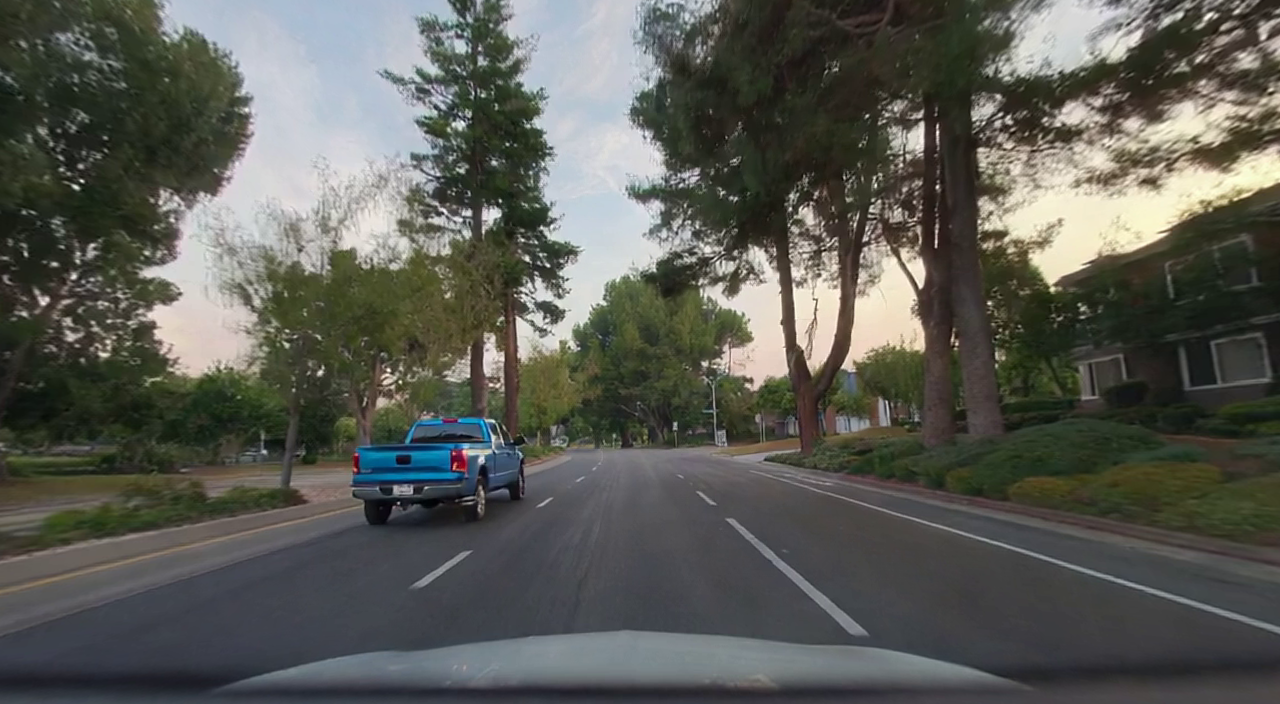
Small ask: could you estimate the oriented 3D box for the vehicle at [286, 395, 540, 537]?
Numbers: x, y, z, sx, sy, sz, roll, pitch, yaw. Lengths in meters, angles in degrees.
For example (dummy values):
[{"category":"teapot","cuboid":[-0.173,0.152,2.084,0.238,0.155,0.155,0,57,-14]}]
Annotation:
[{"category":"vehicle","cuboid":[-3.502,1.970,11.572,2.267,1.849,6.402,0,-8,0]}]
